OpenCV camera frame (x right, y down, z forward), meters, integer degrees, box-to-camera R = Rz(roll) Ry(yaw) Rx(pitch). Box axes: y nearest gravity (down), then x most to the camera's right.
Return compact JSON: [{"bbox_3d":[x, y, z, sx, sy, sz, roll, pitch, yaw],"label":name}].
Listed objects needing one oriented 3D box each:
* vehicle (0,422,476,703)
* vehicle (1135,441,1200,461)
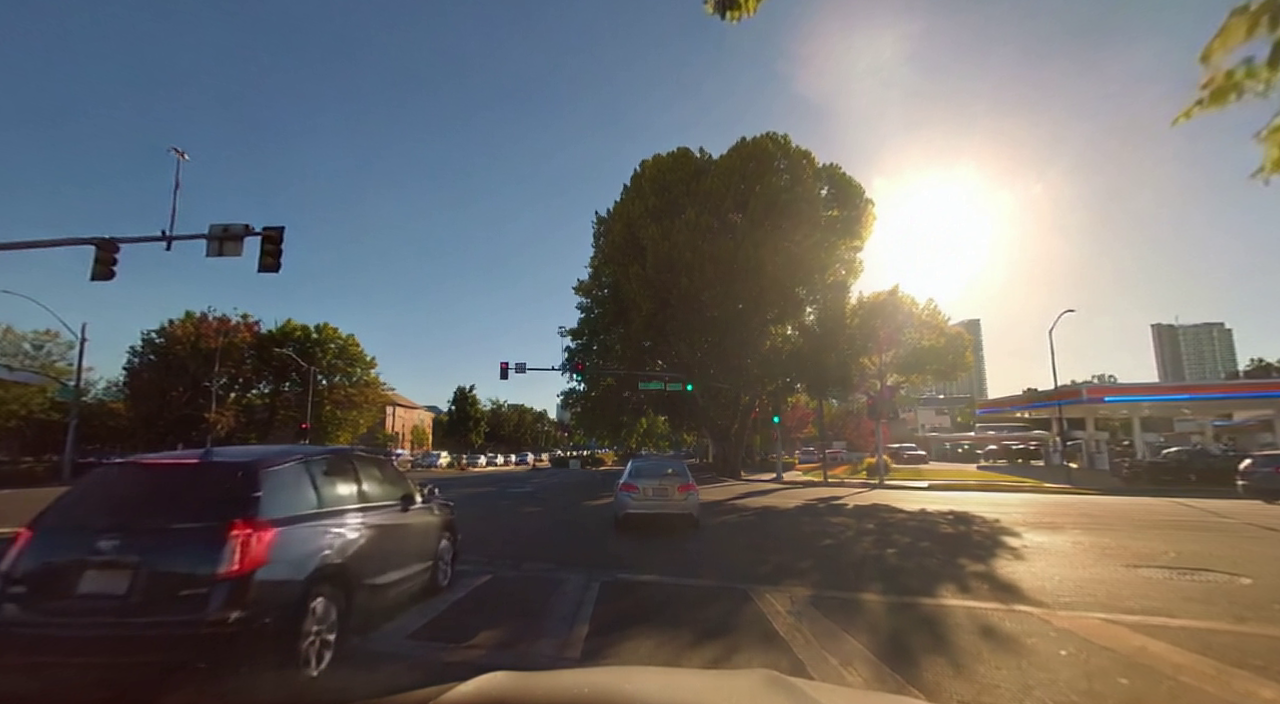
[{"bbox_3d":[-3.015,1.410,5.140,2.041,1.483,4.533,0,-9,1],"label":"vehicle"},{"bbox_3d":[40.503,7.618,48.410,3.518,1.433,1.763,1,-9,-5],"label":"vehicle"}]
